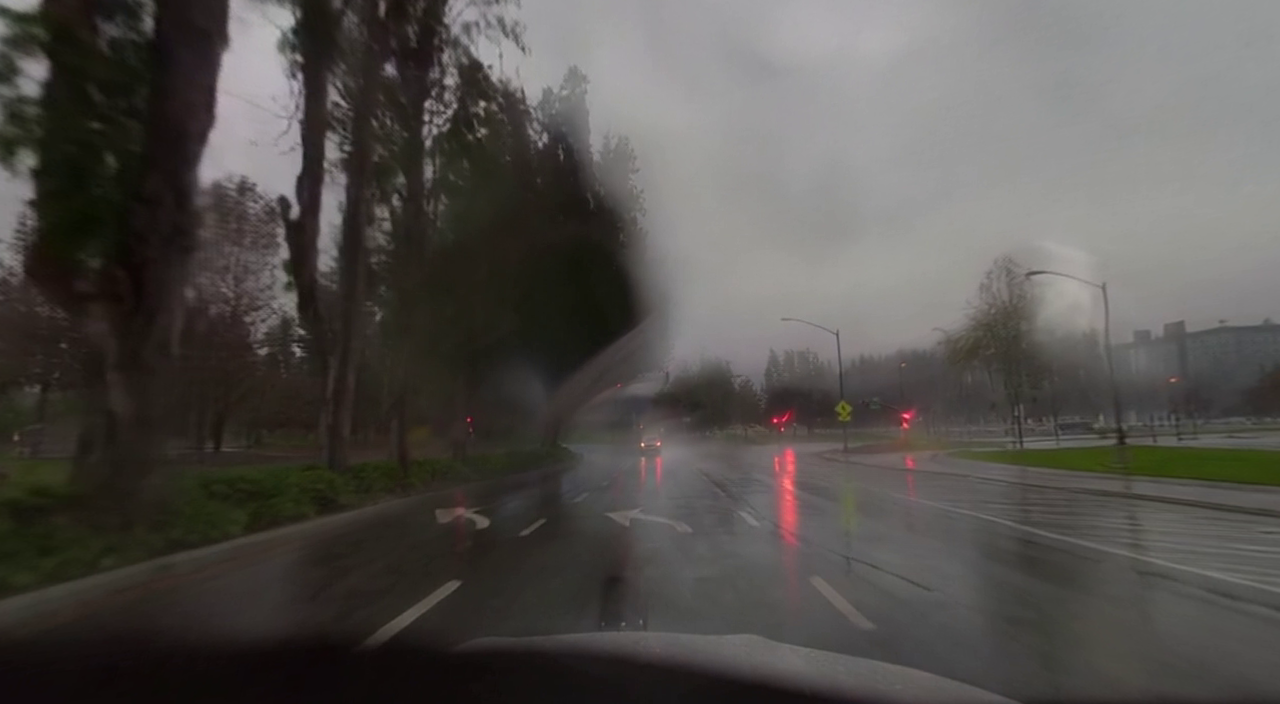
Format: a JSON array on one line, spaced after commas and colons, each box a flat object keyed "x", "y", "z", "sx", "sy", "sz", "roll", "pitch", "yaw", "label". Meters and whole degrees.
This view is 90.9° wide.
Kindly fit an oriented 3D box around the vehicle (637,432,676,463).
[{"x": 1.040, "y": 5.897, "z": 38.932, "sx": 2.298, "sy": 1.770, "sz": 4.138, "roll": 0, "pitch": -8, "yaw": 2, "label": "vehicle"}]
